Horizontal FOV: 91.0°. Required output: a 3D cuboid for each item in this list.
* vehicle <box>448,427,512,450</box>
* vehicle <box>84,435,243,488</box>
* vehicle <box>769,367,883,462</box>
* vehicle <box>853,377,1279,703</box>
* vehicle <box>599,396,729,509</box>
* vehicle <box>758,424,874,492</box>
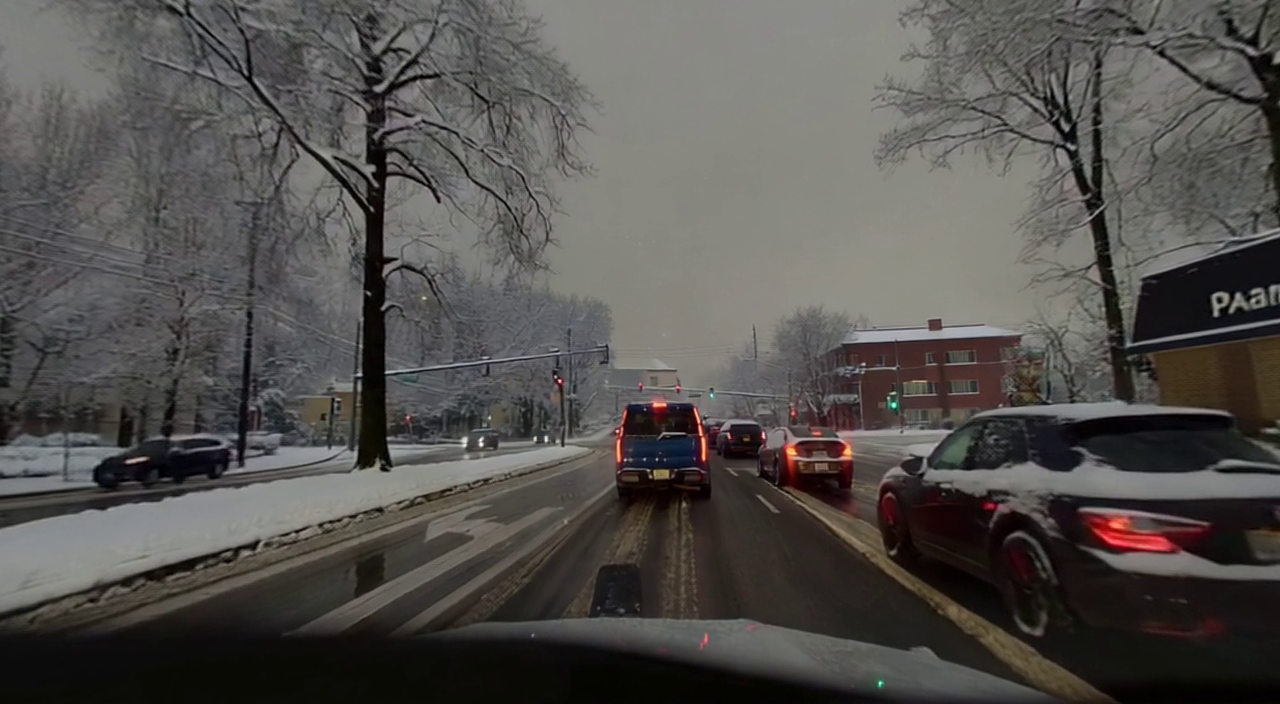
[{"bbox_3d":[-12.362,6.764,48.836,2.018,1.715,4.451,-7,-11,37],"label":"vehicle"},{"bbox_3d":[-17.020,3.904,22.808,1.950,1.713,4.406,-1,-9,7],"label":"vehicle"},{"bbox_3d":[8.567,3.229,30.428,2.965,3.900,9.064,0,-9,2],"label":"vehicle"},{"bbox_3d":[3.349,1.197,5.031,2.109,1.500,4.585,-1,-9,6],"label":"vehicle"},{"bbox_3d":[0.601,2.030,12.915,2.188,1.892,4.488,-1,-9,5],"label":"vehicle"},{"bbox_3d":[4.174,2.606,15.668,1.862,1.451,4.083,0,-9,2],"label":"vehicle"}]
